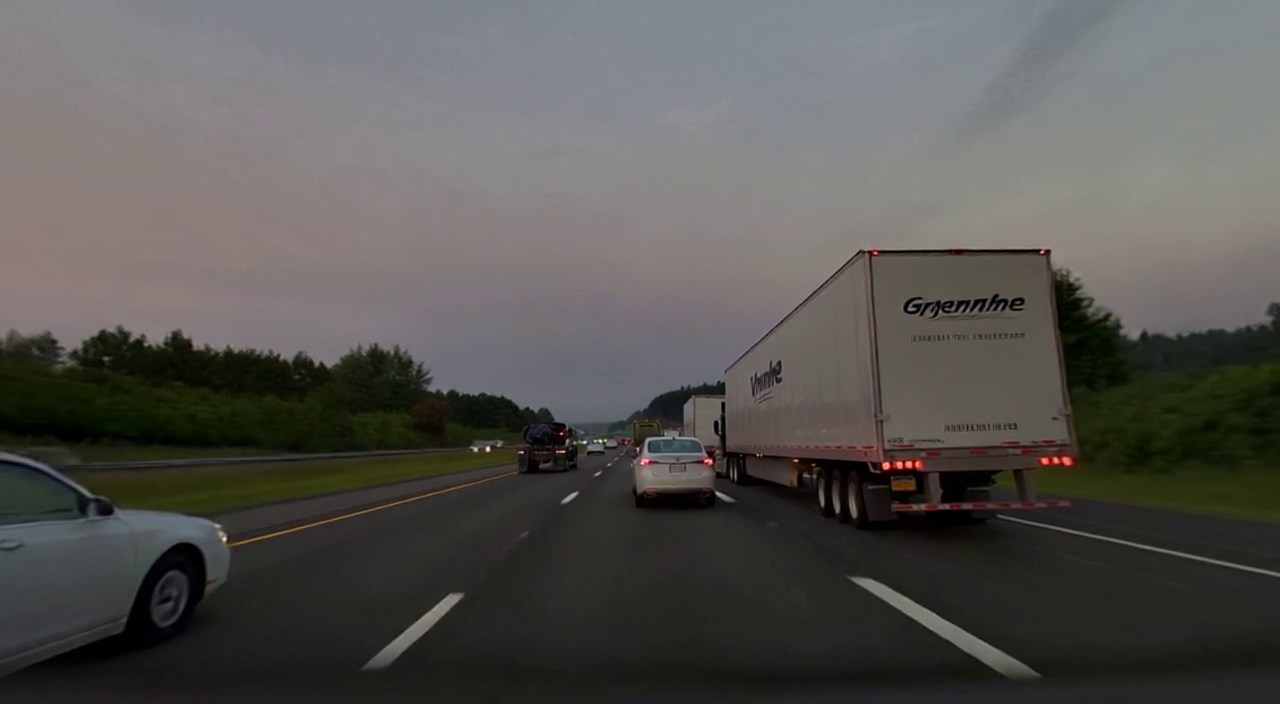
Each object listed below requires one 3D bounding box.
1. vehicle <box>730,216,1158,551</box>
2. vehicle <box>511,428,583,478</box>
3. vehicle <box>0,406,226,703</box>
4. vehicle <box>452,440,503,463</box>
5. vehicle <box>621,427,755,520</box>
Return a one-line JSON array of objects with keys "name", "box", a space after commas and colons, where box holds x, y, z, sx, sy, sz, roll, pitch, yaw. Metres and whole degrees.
[{"name": "vehicle", "box": [4.617, 1.275, 14.784, 2.883, 4.070, 14.423, 0, -8, 0]}, {"name": "vehicle", "box": [-3.434, 3.817, 24.186, 2.006, 1.729, 4.447, 0, -8, 1]}, {"name": "vehicle", "box": [-4.284, 0.928, 2.504, 2.100, 1.491, 4.676, 0, -8, 0]}, {"name": "vehicle", "box": [-10.793, 6.617, 42.216, 2.037, 1.397, 4.817, 0, -8, 1]}, {"name": "vehicle", "box": [0.762, 2.289, 12.528, 2.200, 1.495, 4.282, 0, -8, -1]}]
